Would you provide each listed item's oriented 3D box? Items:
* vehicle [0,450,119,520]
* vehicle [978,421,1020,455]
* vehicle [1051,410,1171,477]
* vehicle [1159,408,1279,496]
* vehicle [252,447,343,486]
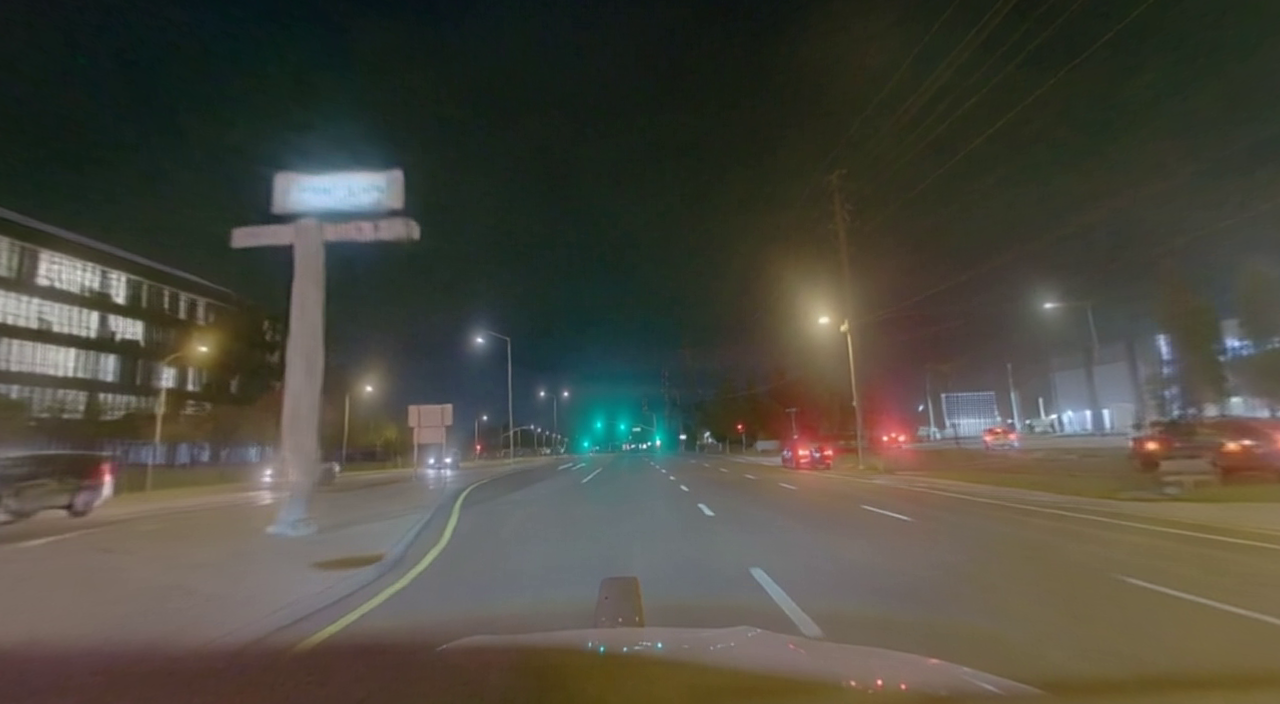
[{"bbox_3d":[-18.256,3.824,18.328,2.041,1.826,4.878,-1,-8,1],"label":"vehicle"},{"bbox_3d":[25.092,6.060,44.207,1.246,2.287,2.709,-1,-9,2],"label":"vehicle"},{"bbox_3d":[22.135,4.253,29.648,5.332,2.719,2.336,1,-9,-31],"label":"vehicle"},{"bbox_3d":[17.235,2.811,18.243,1.686,2.284,3.164,-1,-7,1],"label":"vehicle"},{"bbox_3d":[-18.473,6.159,34.379,2.284,1.801,4.822,-2,-8,0],"label":"vehicle"}]
